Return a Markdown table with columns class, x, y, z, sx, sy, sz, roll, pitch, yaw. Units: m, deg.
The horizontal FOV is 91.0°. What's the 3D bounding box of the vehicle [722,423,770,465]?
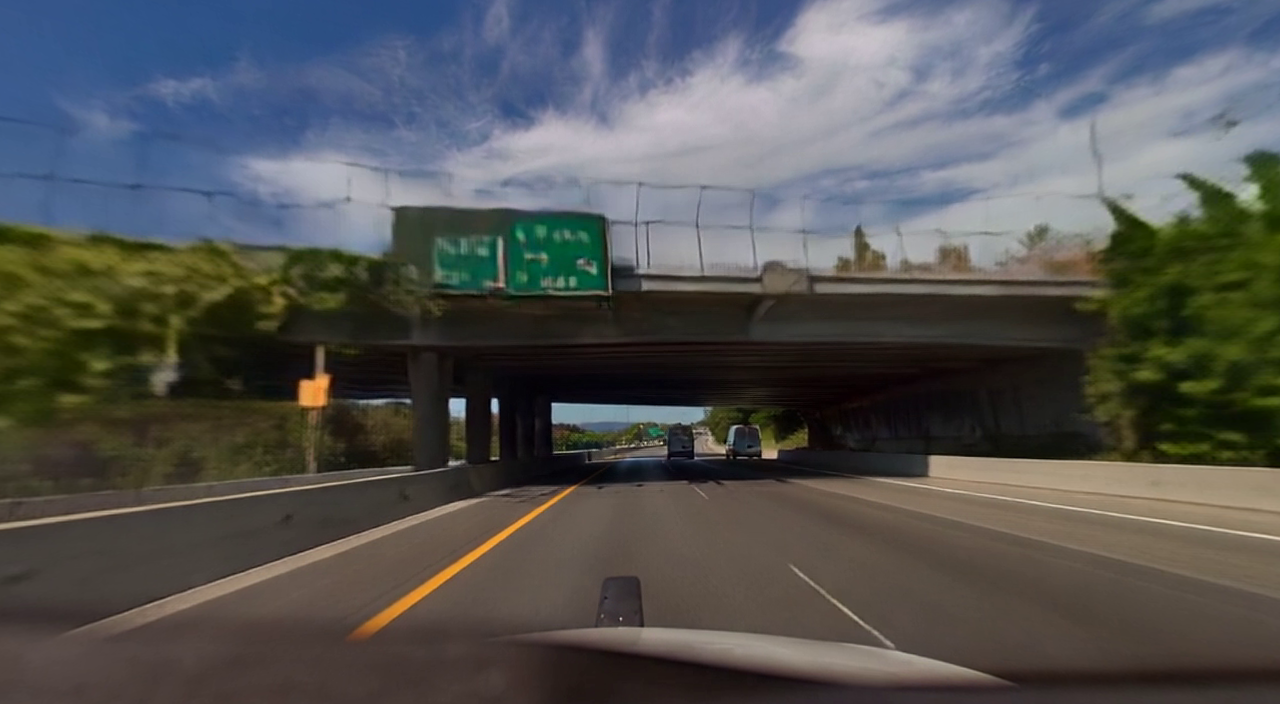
| class | x | y | z | sx | sy | sz | roll | pitch | yaw |
| --- | --- | --- | --- | --- | --- | --- | --- | --- | --- |
| vehicle | 7.634 | 6.738 | 46.138 | 2.379 | 2.819 | 6.294 | 0 | -8 | 0 |
